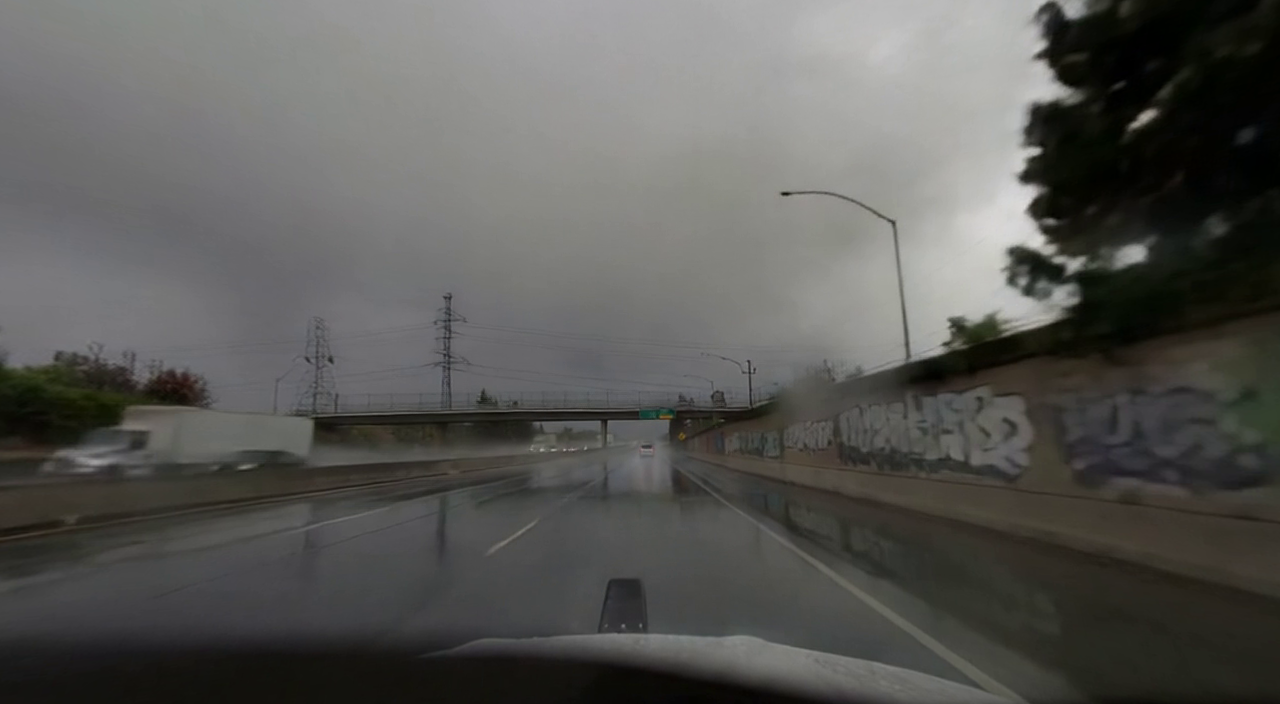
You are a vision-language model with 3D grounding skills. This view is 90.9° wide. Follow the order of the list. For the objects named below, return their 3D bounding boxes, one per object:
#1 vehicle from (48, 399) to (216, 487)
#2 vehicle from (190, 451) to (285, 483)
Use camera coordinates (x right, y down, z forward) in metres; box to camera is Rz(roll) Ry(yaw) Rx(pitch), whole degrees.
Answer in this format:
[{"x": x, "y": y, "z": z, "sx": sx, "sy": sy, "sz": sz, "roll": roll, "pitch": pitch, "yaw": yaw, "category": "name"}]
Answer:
[{"x": -24.462, "y": 4.468, "z": 30.842, "sx": 3.013, "sy": 3.883, "sz": 5.972, "roll": 0, "pitch": -9, "yaw": 0, "category": "vehicle"}, {"x": -19.722, "y": 5.633, "z": 31.153, "sx": 1.861, "sy": 1.479, "sz": 4.337, "roll": 0, "pitch": -9, "yaw": -1, "category": "vehicle"}]
